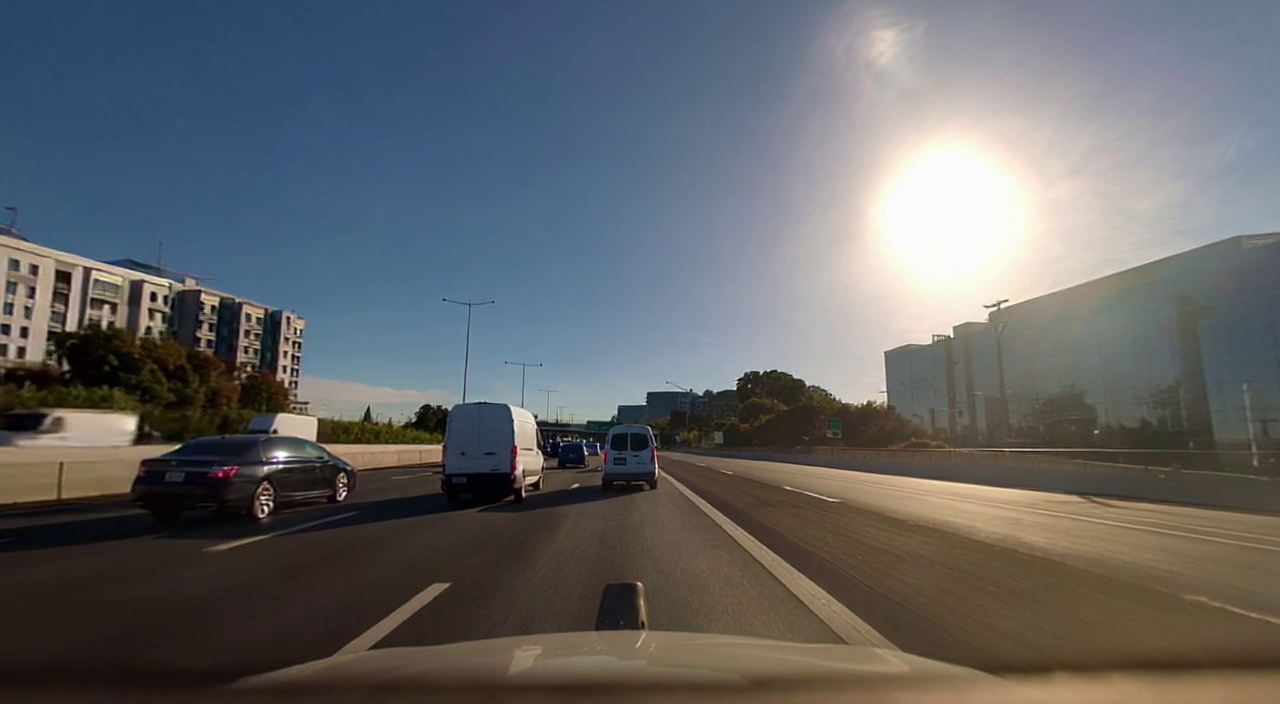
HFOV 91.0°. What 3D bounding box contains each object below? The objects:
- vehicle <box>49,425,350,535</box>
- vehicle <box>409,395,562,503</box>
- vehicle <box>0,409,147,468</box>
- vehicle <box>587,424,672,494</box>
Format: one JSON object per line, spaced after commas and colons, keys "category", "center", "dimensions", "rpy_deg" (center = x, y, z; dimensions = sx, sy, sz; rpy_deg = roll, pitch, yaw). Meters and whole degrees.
{"category": "vehicle", "center": [-7.125, 2.109, 10.998], "dimensions": [1.959, 1.493, 4.575], "rpy_deg": [0, -9, 0]}
{"category": "vehicle", "center": [-3.645, 2.511, 16.394], "dimensions": [2.504, 2.276, 5.933], "rpy_deg": [0, -9, 0]}
{"category": "vehicle", "center": [-15.938, 2.427, 17.517], "dimensions": [1.587, 1.464, 3.566], "rpy_deg": [0, -9, -2]}
{"category": "vehicle", "center": [-0.256, 3.100, 18.532], "dimensions": [2.207, 1.807, 4.199], "rpy_deg": [0, -9, 1]}
